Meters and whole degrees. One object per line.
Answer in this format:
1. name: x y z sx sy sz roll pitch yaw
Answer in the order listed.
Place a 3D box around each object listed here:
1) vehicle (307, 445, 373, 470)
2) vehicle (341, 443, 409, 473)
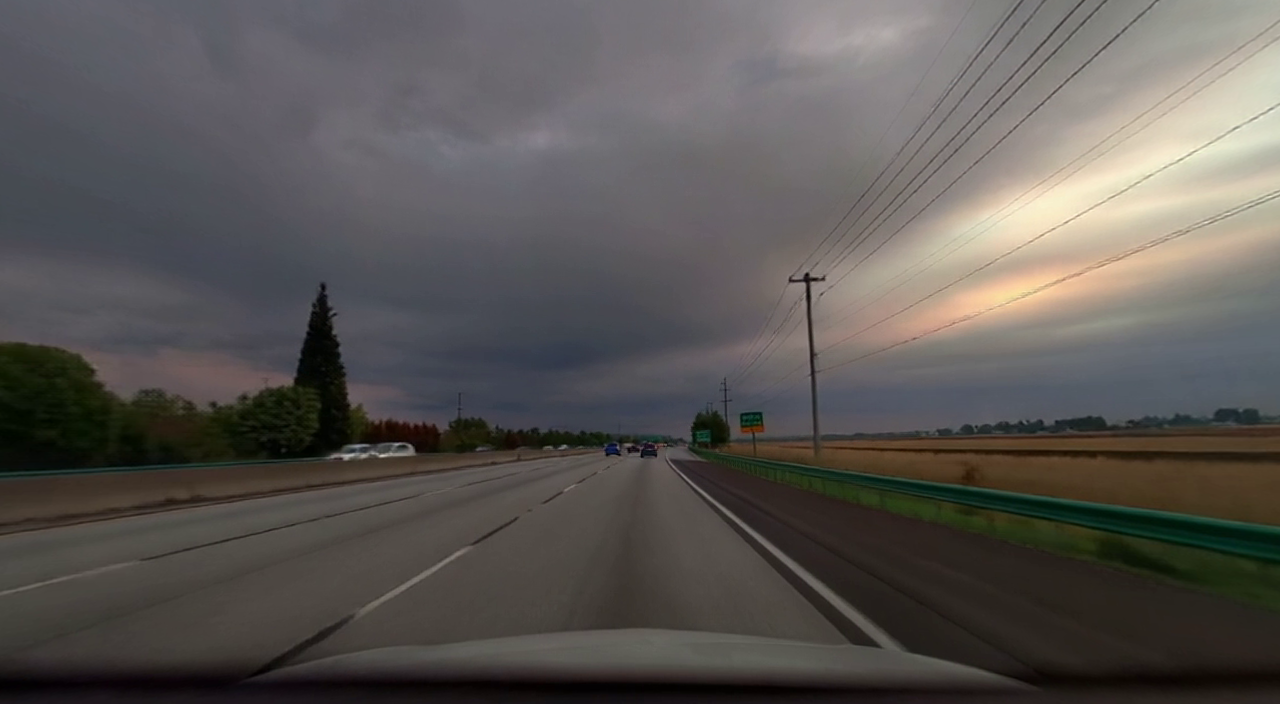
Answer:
1. vehicle: -19.816 6.969 41.751 2.156 1.525 4.354 0 -8 1
2. vehicle: -15.727 6.283 37.605 1.947 1.646 4.630 0 -8 1
